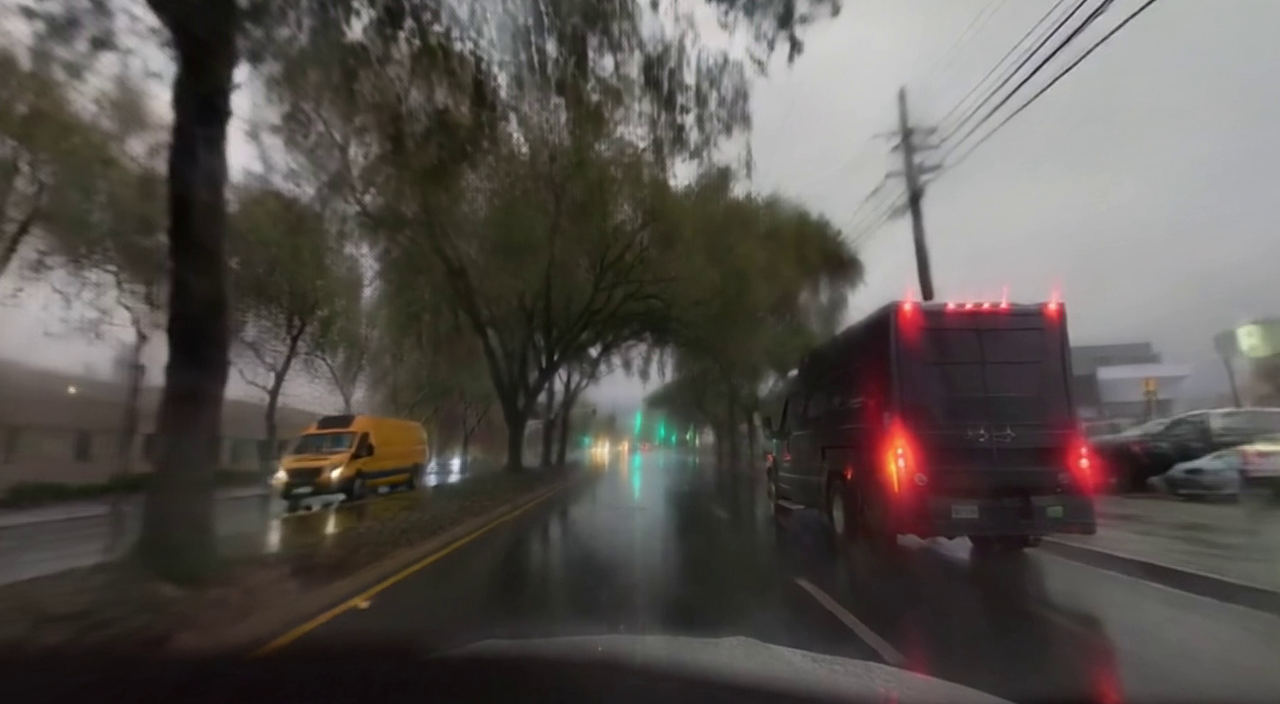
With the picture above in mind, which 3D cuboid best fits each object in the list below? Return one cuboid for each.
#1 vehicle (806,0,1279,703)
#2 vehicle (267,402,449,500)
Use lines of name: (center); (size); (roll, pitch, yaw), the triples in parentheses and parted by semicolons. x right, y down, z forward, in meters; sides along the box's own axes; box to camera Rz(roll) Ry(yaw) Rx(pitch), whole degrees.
vehicle: (3.989, 0.257, 4.461); (2.731, 3.407, 10.262); (0, -8, -1)
vehicle: (-10.283, 3.808, 24.617); (3.257, 3.085, 9.164); (0, -9, -3)
